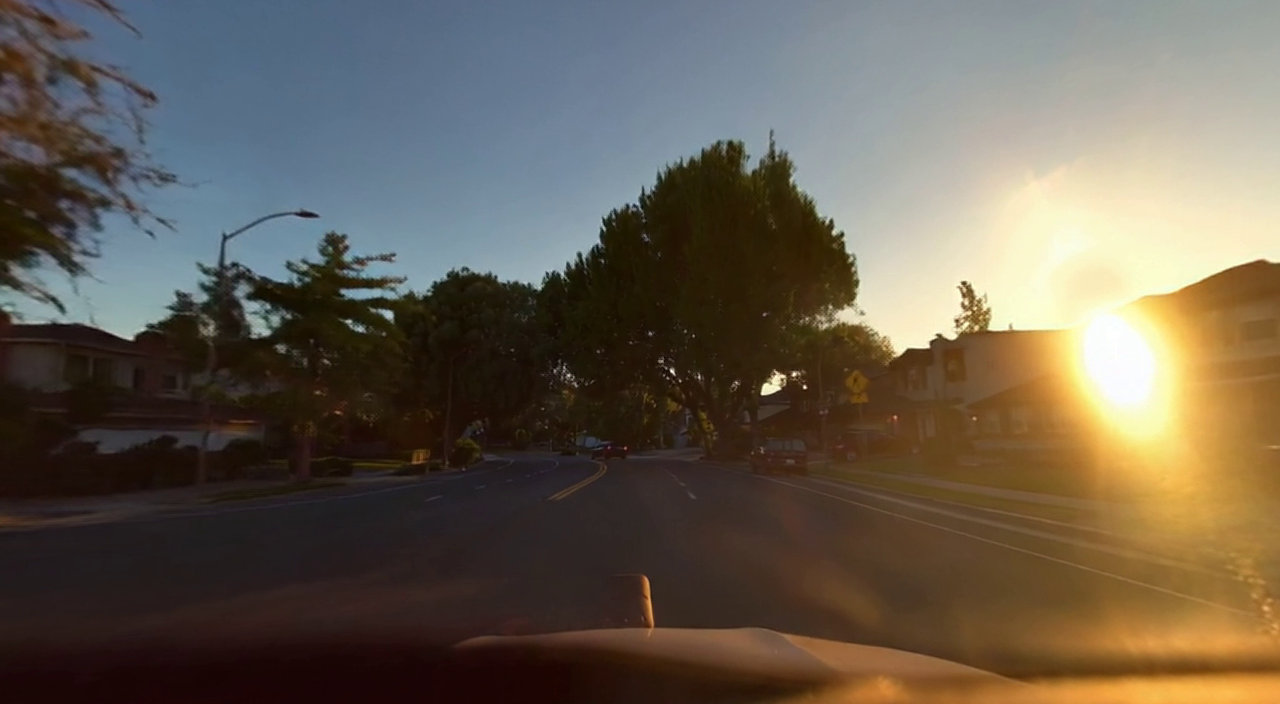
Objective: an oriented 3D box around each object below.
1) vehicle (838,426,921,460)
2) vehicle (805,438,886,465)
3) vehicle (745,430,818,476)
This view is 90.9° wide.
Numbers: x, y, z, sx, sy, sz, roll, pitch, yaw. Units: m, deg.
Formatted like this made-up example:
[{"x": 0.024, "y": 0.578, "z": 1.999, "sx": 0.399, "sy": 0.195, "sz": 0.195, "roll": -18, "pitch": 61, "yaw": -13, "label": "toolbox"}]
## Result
[{"x": 15.890, "y": 6.034, "z": 42.281, "sx": 2.205, "sy": 1.995, "sz": 5.543, "roll": -1, "pitch": -6, "yaw": -16, "label": "vehicle"}, {"x": 12.564, "y": 6.100, "z": 38.566, "sx": 4.508, "sy": 1.462, "sz": 1.721, "roll": 4, "pitch": -10, "yaw": -17, "label": "vehicle"}, {"x": 6.842, "y": 4.952, "z": 31.259, "sx": 2.348, "sy": 1.986, "sz": 6.289, "roll": 0, "pitch": -8, "yaw": 2, "label": "vehicle"}]
